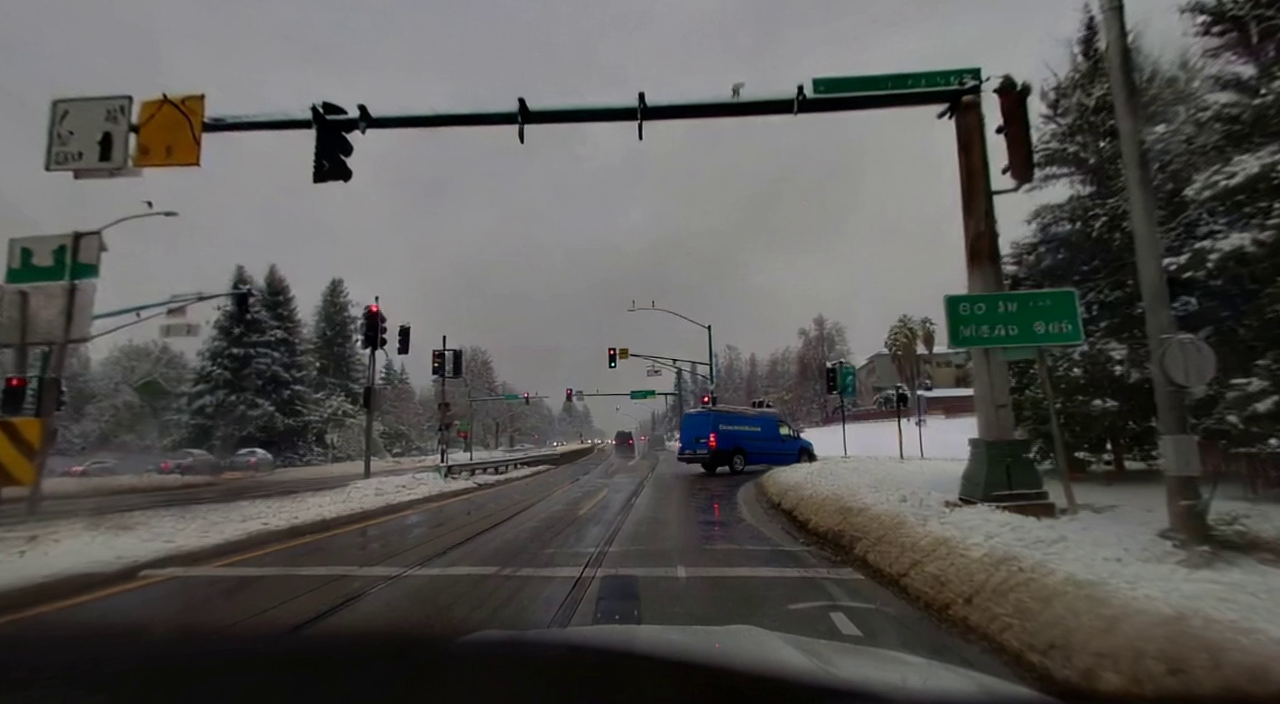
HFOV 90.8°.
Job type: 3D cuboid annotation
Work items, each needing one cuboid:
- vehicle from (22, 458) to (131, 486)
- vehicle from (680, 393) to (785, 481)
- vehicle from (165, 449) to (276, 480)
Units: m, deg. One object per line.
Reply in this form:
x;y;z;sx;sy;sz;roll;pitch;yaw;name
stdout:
-32.605;6.956;36.650;4.283;1.497;1.964;0;-8;-2;vehicle
3.662;3.307;24.416;2.606;3.020;4.180;-5;-10;30;vehicle
-24.635;6.597;37.221;4.925;1.634;2.219;1;-8;3;vehicle
